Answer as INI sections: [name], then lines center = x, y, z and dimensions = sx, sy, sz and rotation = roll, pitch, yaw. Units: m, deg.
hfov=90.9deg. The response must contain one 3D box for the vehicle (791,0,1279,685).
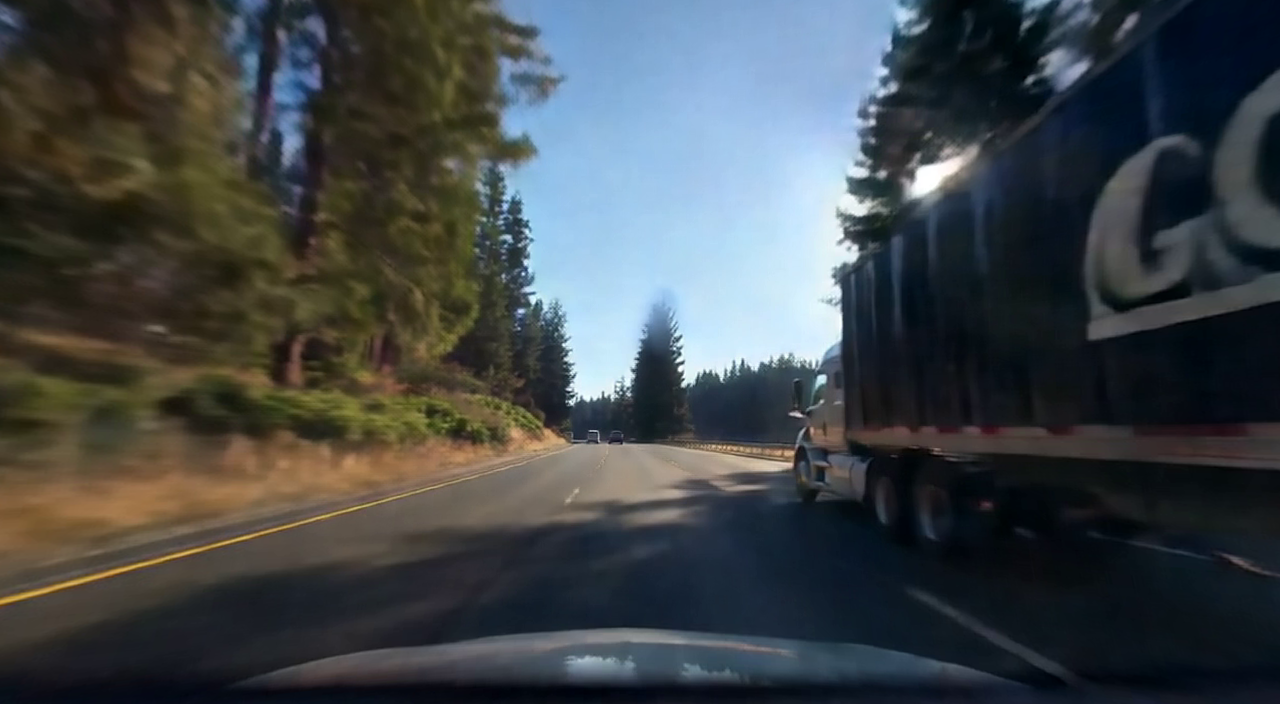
[vehicle]
center = 4.674, 0.344, 7.568
dimensions = 2.985, 3.892, 9.938
rotation = 0, -8, -2
